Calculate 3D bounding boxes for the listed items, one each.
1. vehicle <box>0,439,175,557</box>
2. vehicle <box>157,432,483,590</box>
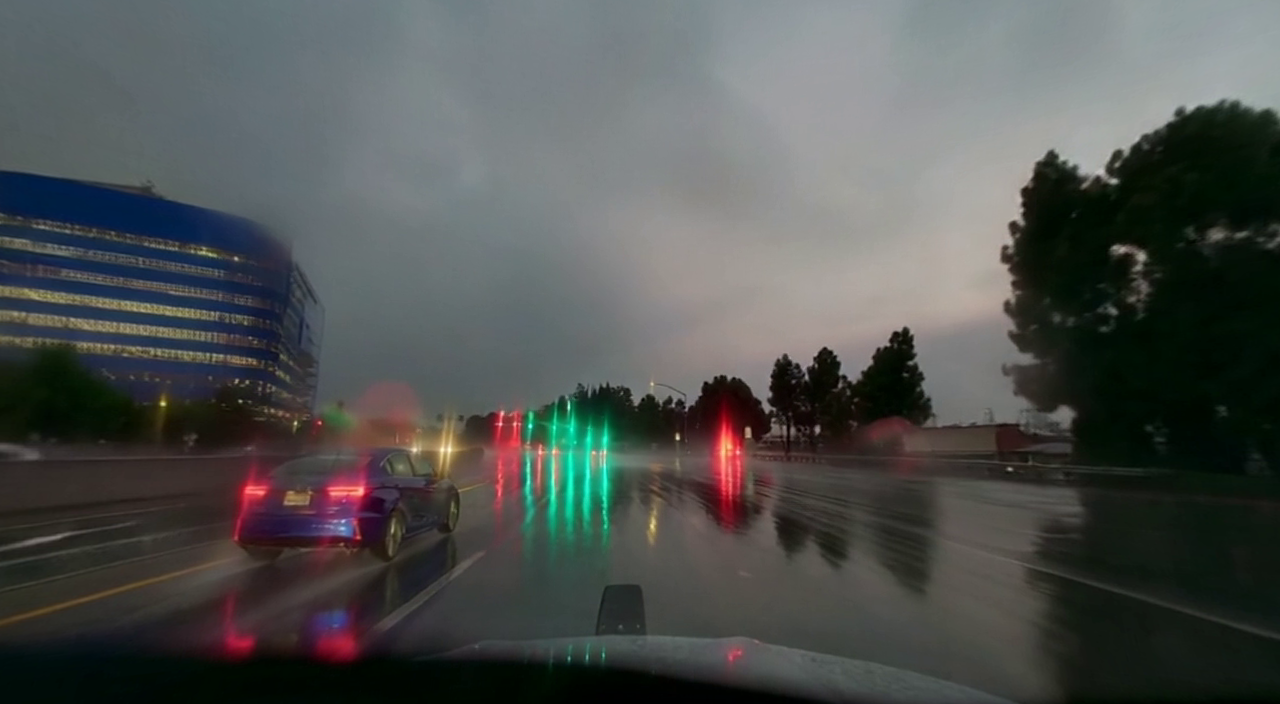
[{"bbox_3d":[-9.413,1.997,8.872,2.231,1.520,4.722,0,-8,-1],"label":"vehicle"},{"bbox_3d":[-3.591,1.837,8.257,2.018,1.476,4.364,0,-8,-1],"label":"vehicle"}]
